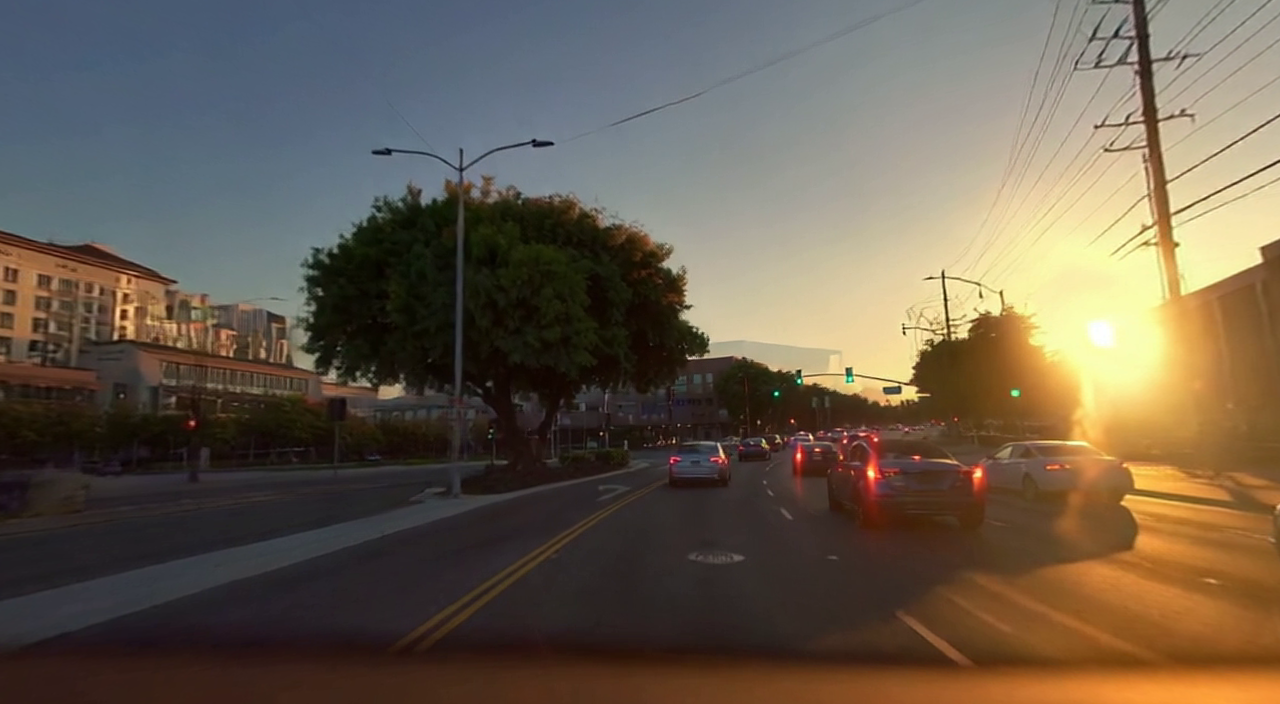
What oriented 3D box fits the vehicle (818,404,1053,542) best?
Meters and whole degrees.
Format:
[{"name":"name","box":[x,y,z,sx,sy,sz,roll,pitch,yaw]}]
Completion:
[{"name":"vehicle","box":[4.630,1.980,10.907,2.119,1.810,4.848,-1,-9,6]}]

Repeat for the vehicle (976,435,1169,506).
[{"name":"vehicle","box":[10.204,2.808,15.410,1.882,1.463,4.543,-1,-9,6]}]

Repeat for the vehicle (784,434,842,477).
[{"name":"vehicle","box":[7.036,4.227,25.967,1.896,1.612,4.203,-2,-9,10]}]

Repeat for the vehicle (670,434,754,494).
[{"name":"vehicle","box":[2.179,3.232,18.529,2.168,1.527,4.174,-1,-9,8]}]
